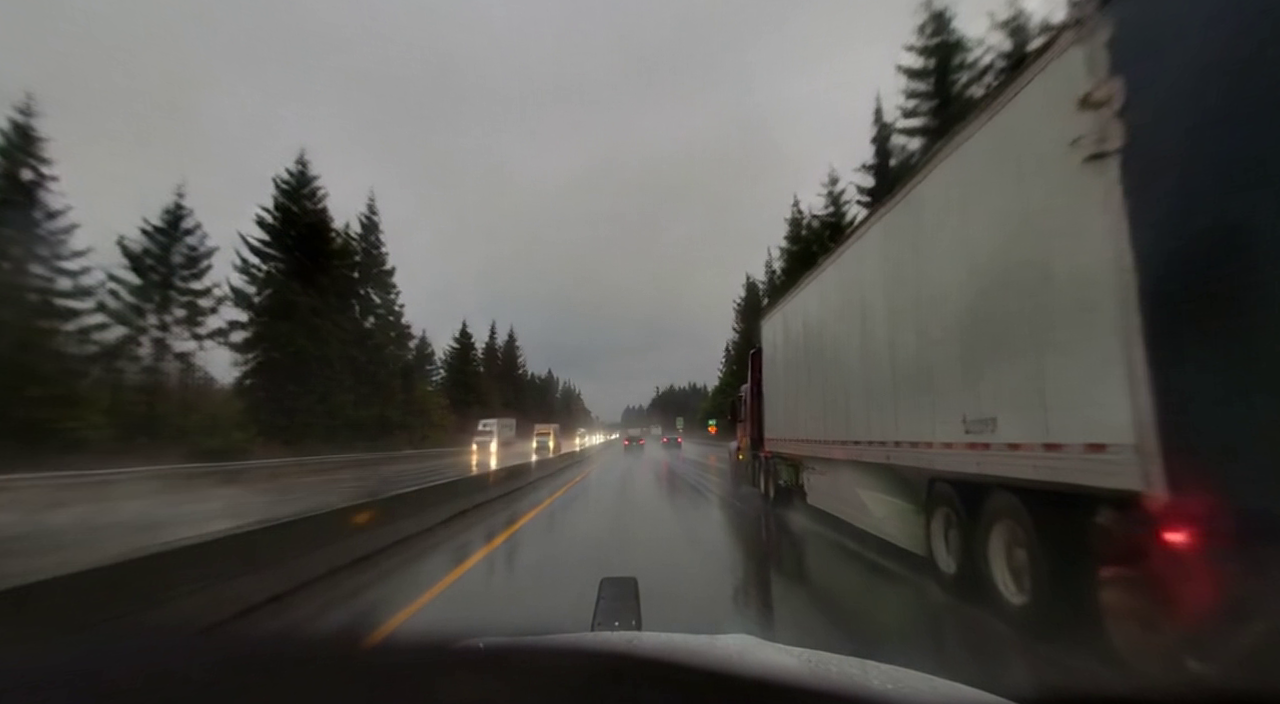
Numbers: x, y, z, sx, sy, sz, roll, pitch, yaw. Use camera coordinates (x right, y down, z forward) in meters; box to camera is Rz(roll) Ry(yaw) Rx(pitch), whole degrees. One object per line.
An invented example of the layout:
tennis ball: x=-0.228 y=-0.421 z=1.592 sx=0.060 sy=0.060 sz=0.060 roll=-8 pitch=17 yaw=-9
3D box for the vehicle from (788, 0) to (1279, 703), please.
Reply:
vehicle: x=3.965 y=-0.307 z=2.689 sx=3.038 sy=3.975 sz=13.887 roll=0 pitch=-8 yaw=-1
